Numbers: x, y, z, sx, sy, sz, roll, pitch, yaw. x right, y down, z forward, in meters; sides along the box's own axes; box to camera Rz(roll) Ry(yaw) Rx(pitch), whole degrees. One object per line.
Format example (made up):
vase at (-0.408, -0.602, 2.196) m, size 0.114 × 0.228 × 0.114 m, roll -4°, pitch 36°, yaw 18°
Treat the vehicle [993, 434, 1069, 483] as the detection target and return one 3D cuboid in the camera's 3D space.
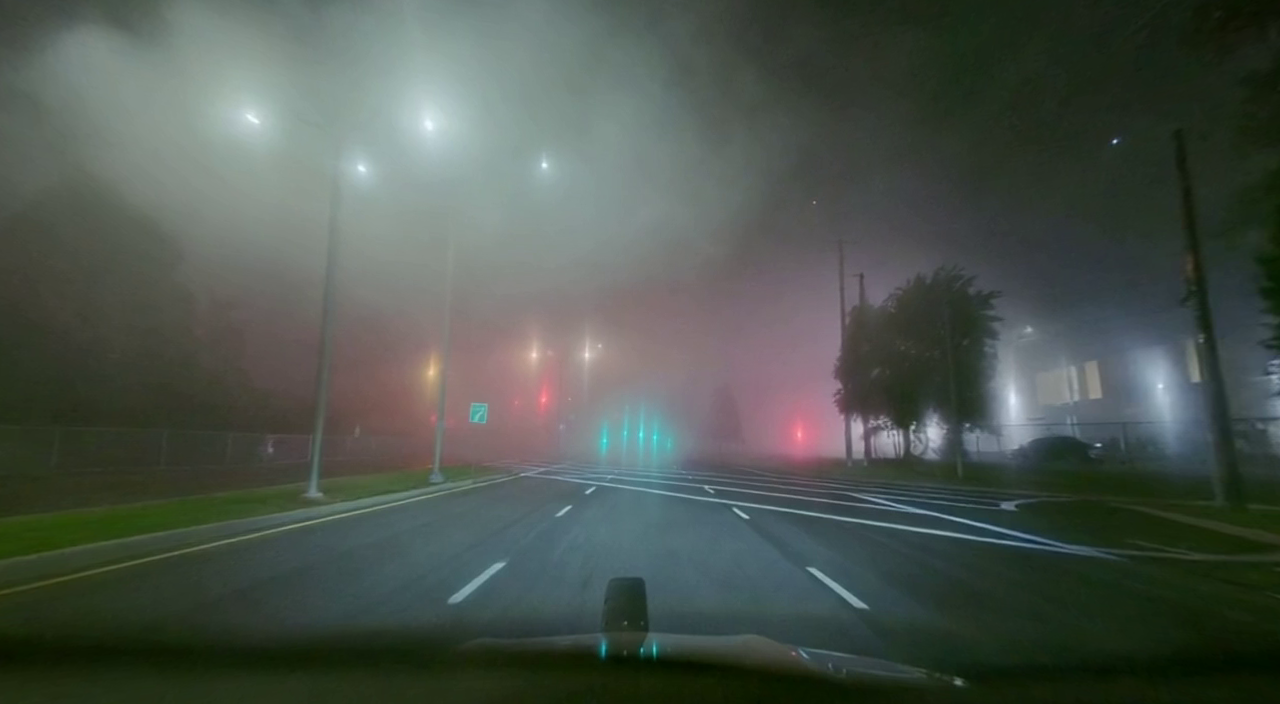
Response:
vehicle at (15.987, 4.351, 25.944) m, size 1.800 × 1.840 × 2.969 m, roll -3°, pitch -9°, yaw 16°
